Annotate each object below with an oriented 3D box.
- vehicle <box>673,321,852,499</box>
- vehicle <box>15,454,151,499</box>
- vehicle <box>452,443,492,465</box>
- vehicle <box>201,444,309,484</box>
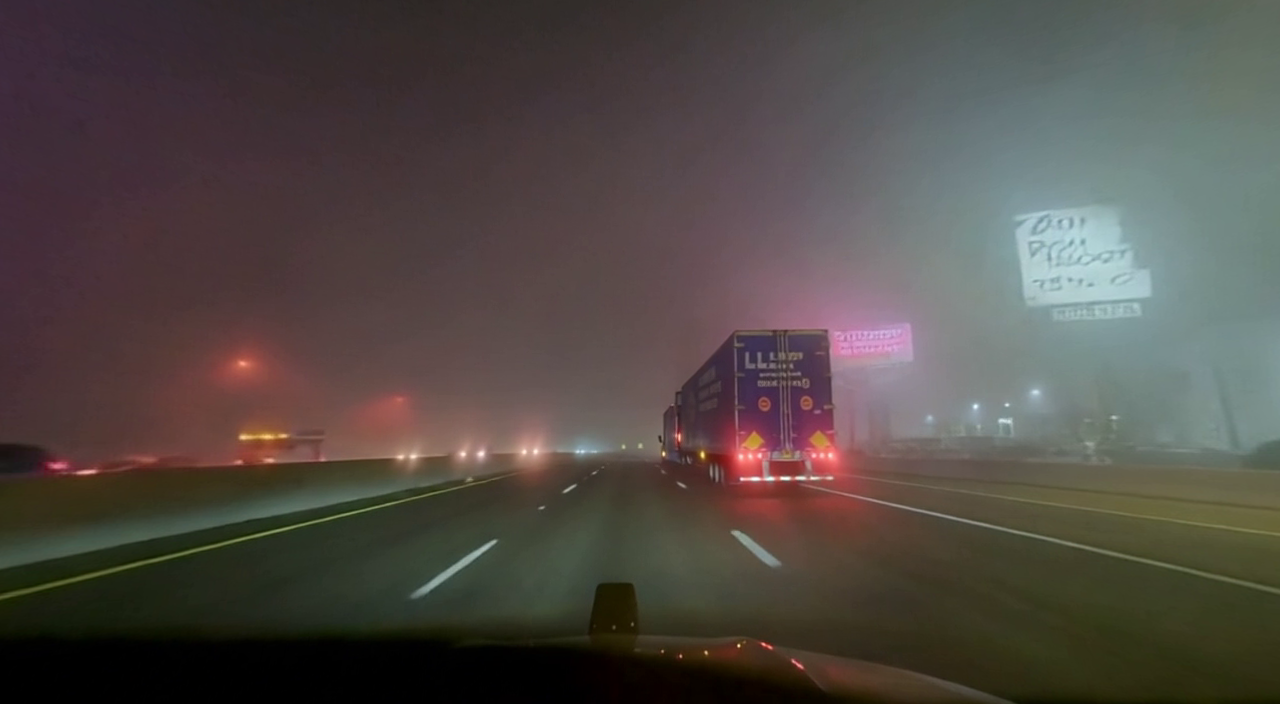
[{"bbox_3d":[3.434,2.679,24.089,2.891,4.387,17.121,0,-9,-2],"label":"vehicle"},{"bbox_3d":[-18.410,4.096,21.071,1.545,1.318,3.236,0,-9,0],"label":"vehicle"},{"bbox_3d":[-11.486,6.974,43.386,1.806,1.408,3.416,0,-9,1],"label":"vehicle"},{"bbox_3d":[-14.753,4.277,24.457,1.956,1.417,3.549,0,-9,-1],"label":"vehicle"}]
